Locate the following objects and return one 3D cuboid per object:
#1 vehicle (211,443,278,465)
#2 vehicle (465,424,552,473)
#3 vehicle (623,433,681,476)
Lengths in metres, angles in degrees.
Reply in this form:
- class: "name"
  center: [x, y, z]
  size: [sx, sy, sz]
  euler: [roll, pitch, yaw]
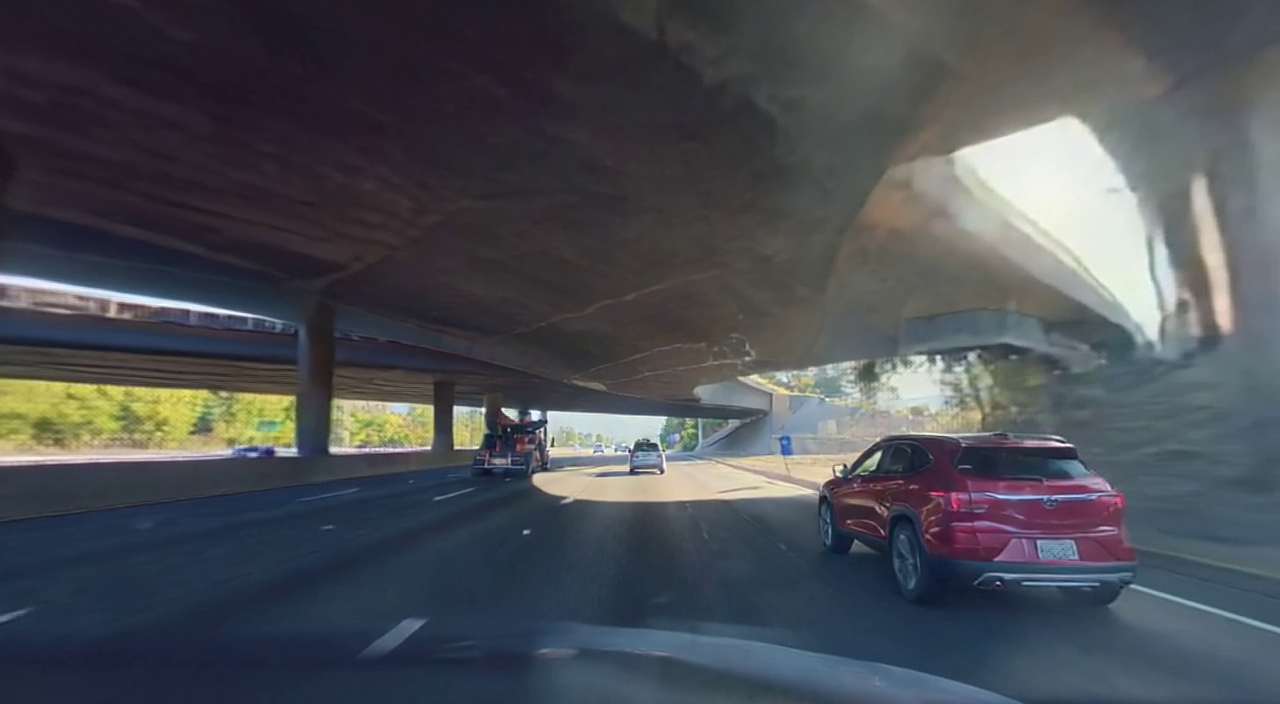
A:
- class: "vehicle"
  center: [-28.440, 7.337, 45.546]
  size: [1.791, 1.461, 4.568]
  euler: [0, -8, 2]
- class: "vehicle"
  center: [-6.541, 4.939, 32.543]
  size: [2.827, 2.236, 7.057]
  euler: [0, -8, 1]
- class: "vehicle"
  center: [0.507, 4.447, 27.535]
  size: [2.336, 1.722, 4.212]
  euler: [0, -8, 0]
